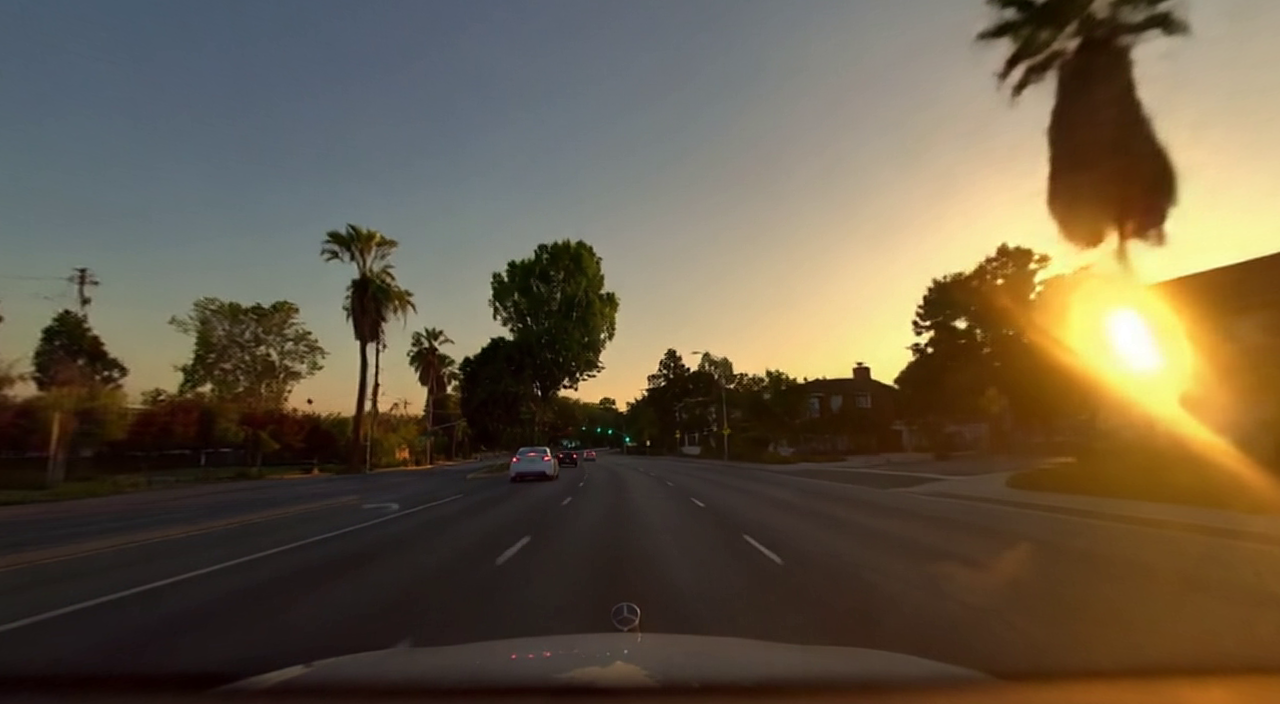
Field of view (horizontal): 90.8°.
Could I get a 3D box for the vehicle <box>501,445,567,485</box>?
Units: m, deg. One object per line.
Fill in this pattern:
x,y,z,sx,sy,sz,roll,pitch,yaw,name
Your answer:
-4.306,4.669,26.440,2.108,1.475,4.555,0,-9,-2,vehicle
